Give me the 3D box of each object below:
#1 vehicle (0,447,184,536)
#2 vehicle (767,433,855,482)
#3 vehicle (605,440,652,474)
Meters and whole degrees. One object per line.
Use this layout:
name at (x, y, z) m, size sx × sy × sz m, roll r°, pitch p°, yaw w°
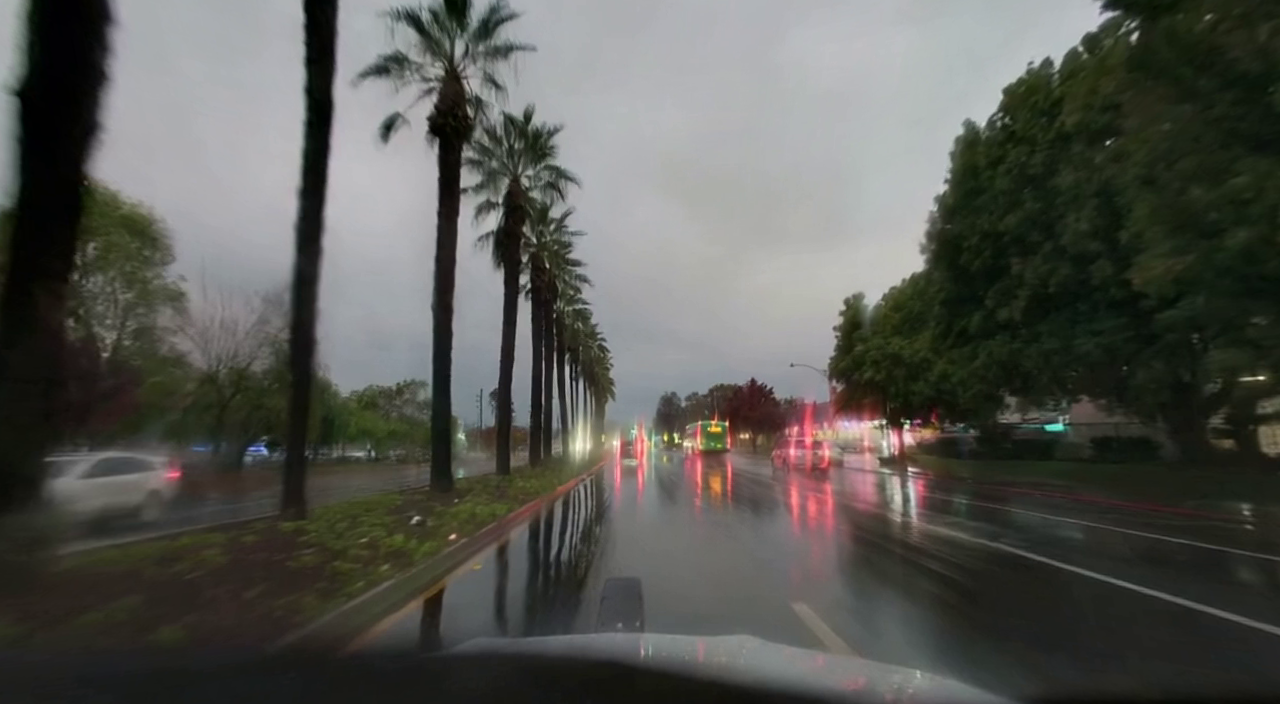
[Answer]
vehicle at (-11.734, 2.648, 12.575) m, size 1.925 × 1.488 × 4.485 m, roll 0°, pitch -9°, yaw 0°
vehicle at (6.287, 3.926, 23.716) m, size 2.031 × 1.670 × 4.154 m, roll 0°, pitch -9°, yaw -1°
vehicle at (-0.485, 4.890, 29.619) m, size 2.065 × 1.477 × 4.306 m, roll 0°, pitch -9°, yaw 0°
